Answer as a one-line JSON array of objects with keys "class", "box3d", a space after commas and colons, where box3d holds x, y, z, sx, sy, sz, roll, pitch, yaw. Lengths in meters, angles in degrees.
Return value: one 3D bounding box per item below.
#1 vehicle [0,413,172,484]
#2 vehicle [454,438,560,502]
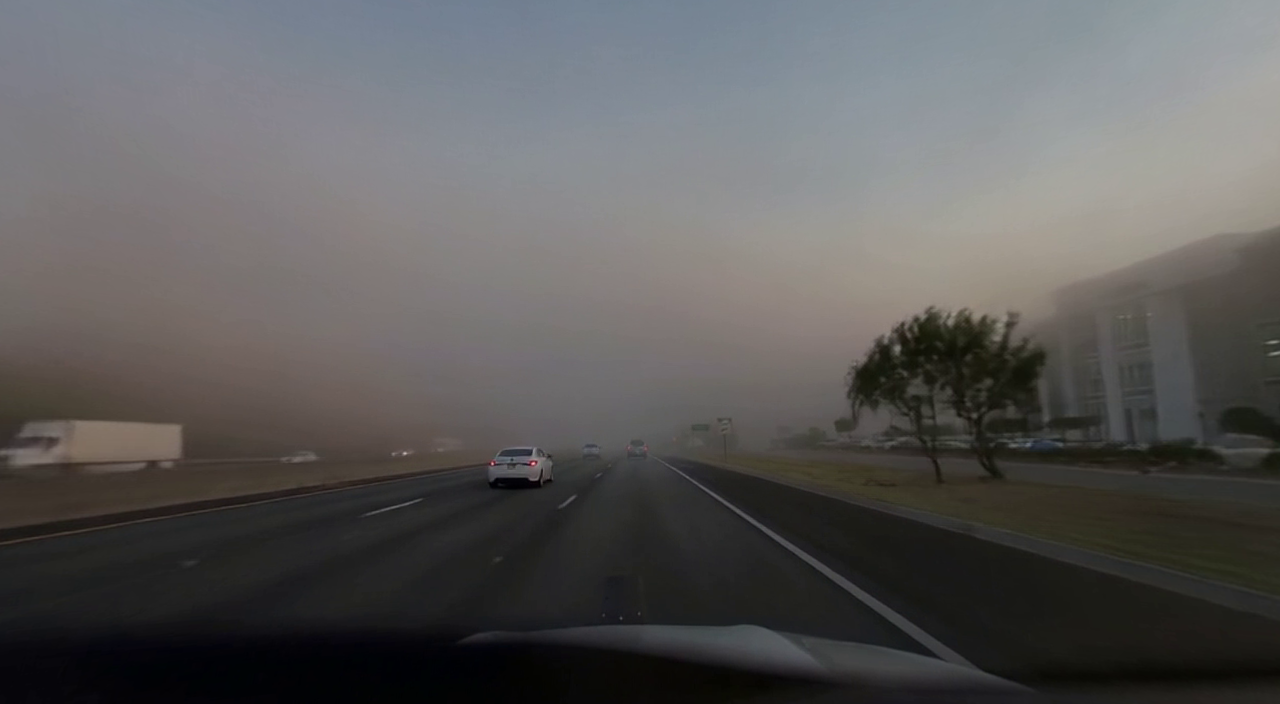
[{"class": "vehicle", "box3d": [-35.802, 6.198, 40.718, 2.986, 3.973, 10.686, 0, -9, 0]}, {"class": "vehicle", "box3d": [-3.365, 3.059, 16.792, 1.920, 1.463, 4.134, 0, -9, 0]}]
